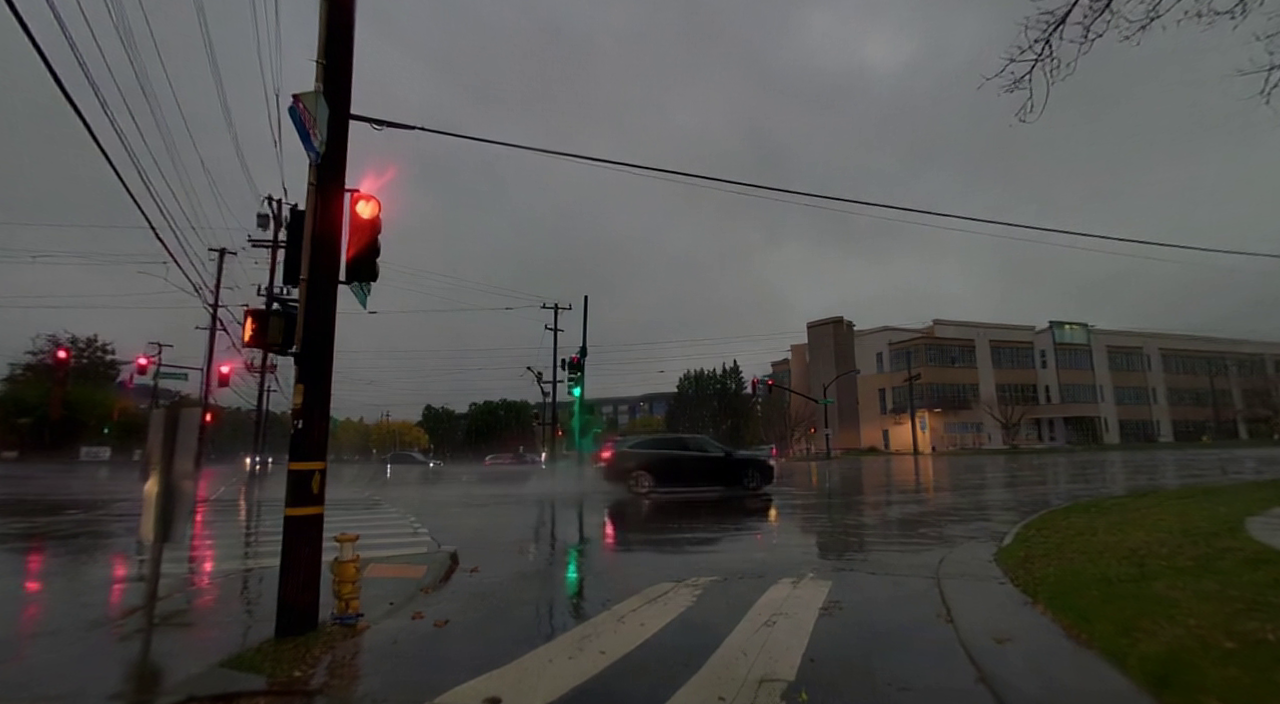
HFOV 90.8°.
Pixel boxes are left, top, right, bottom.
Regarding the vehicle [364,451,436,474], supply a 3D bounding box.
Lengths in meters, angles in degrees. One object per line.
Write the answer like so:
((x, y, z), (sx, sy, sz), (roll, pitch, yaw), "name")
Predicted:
((-17.161, 7.858, 45.147), (4.623, 1.471, 1.805), (4, -9, -25), "vehicle")

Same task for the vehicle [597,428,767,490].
((1.118, 3.068, 18.274), (4.530, 1.648, 2.075), (1, -9, -8), "vehicle")

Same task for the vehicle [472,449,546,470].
((-9.379, 7.719, 45.354), (4.837, 1.407, 1.818), (4, -9, -26), "vehicle")
